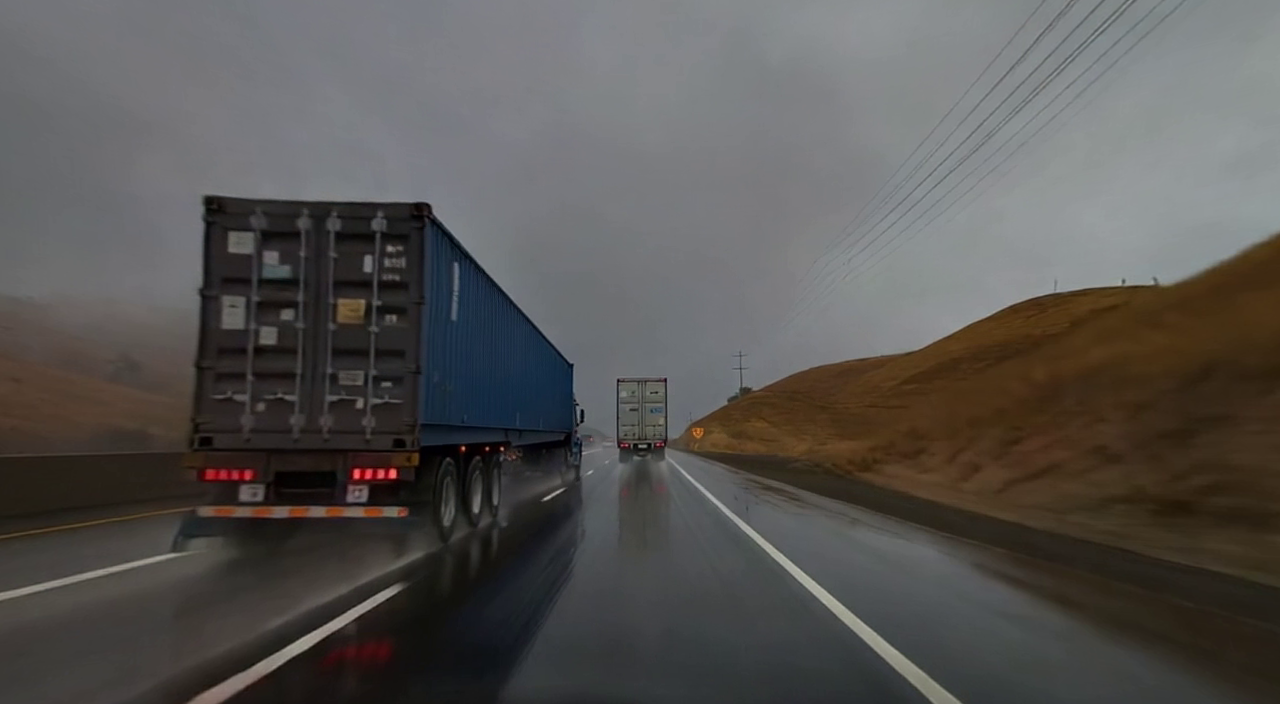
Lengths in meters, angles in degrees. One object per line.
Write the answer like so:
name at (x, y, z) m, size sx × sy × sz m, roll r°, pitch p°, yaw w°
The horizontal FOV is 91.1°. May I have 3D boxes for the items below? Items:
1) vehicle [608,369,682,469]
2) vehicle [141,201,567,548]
vehicle at (0.114, 3.586, 31.792) m, size 3.006 × 4.120 × 11.586 m, roll 0°, pitch -8°, yaw -1°
vehicle at (-4.069, 1.160, 14.189) m, size 3.065 × 4.105 × 13.706 m, roll 0°, pitch -8°, yaw 1°
